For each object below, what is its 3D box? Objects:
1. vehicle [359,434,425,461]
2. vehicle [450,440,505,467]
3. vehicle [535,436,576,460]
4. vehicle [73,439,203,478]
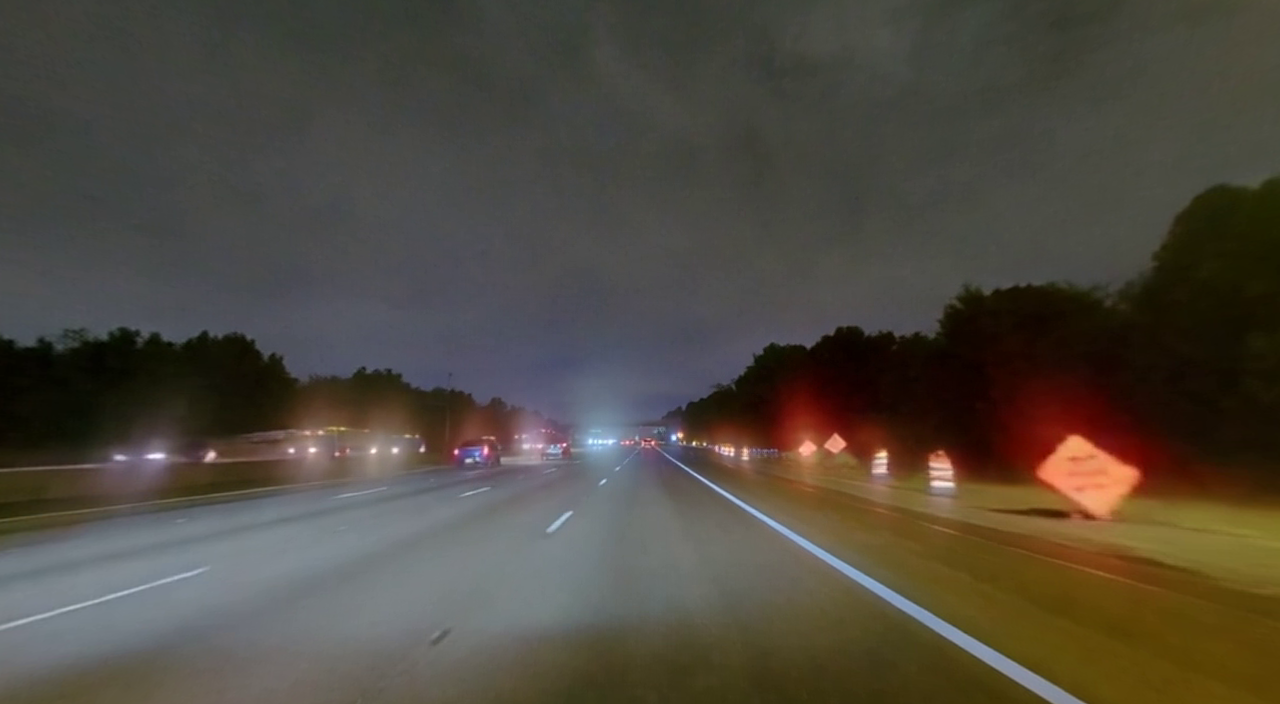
[{"bbox_3d":[-18.603,7.218,47.643,2.447,1.910,6.271,0,-8,1],"label":"vehicle"},{"bbox_3d":[-9.712,6.111,38.044,2.122,1.511,4.576,0,-8,0],"label":"vehicle"},{"bbox_3d":[-6.336,7.307,47.799,2.402,1.733,4.512,0,-8,1],"label":"vehicle"},{"bbox_3d":[-22.442,4.774,28.435,2.186,1.619,4.359,0,-9,1],"label":"vehicle"}]
